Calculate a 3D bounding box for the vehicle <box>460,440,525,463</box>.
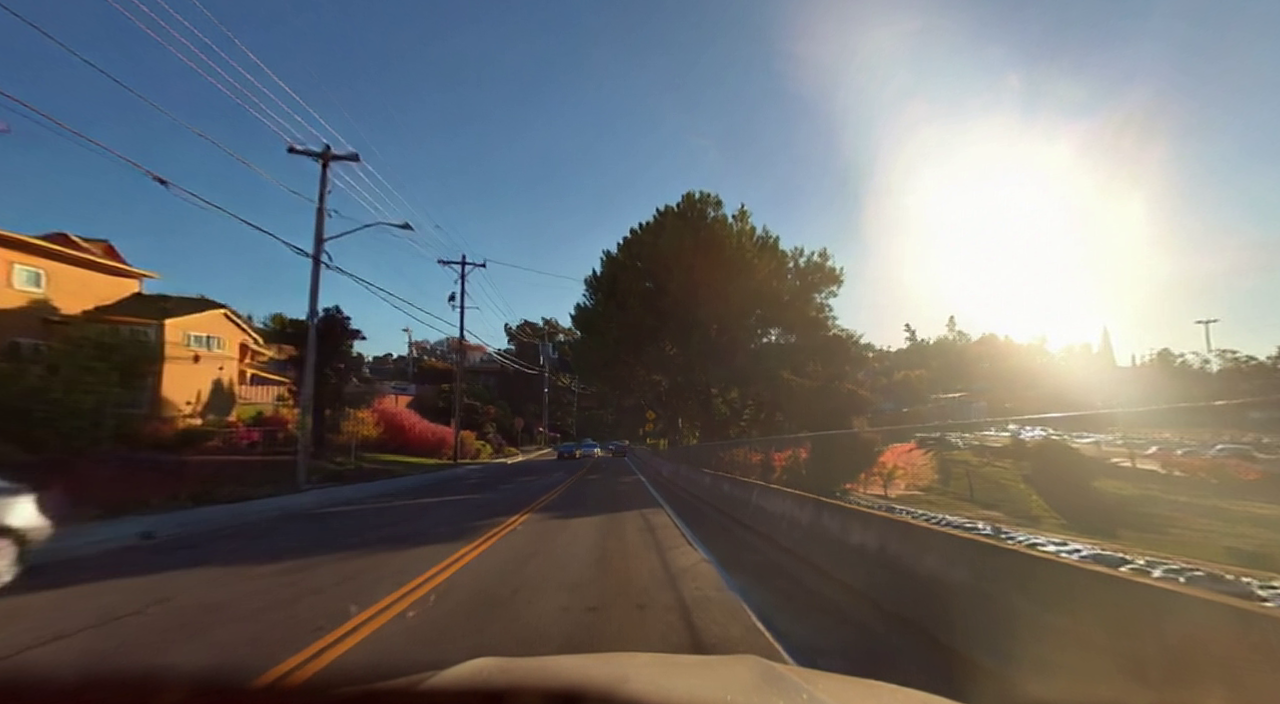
[{"bbox_3d":[-11.309,7.657,48.560,4.500,1.674,1.915,8,-12,-44],"label":"vehicle"}]
